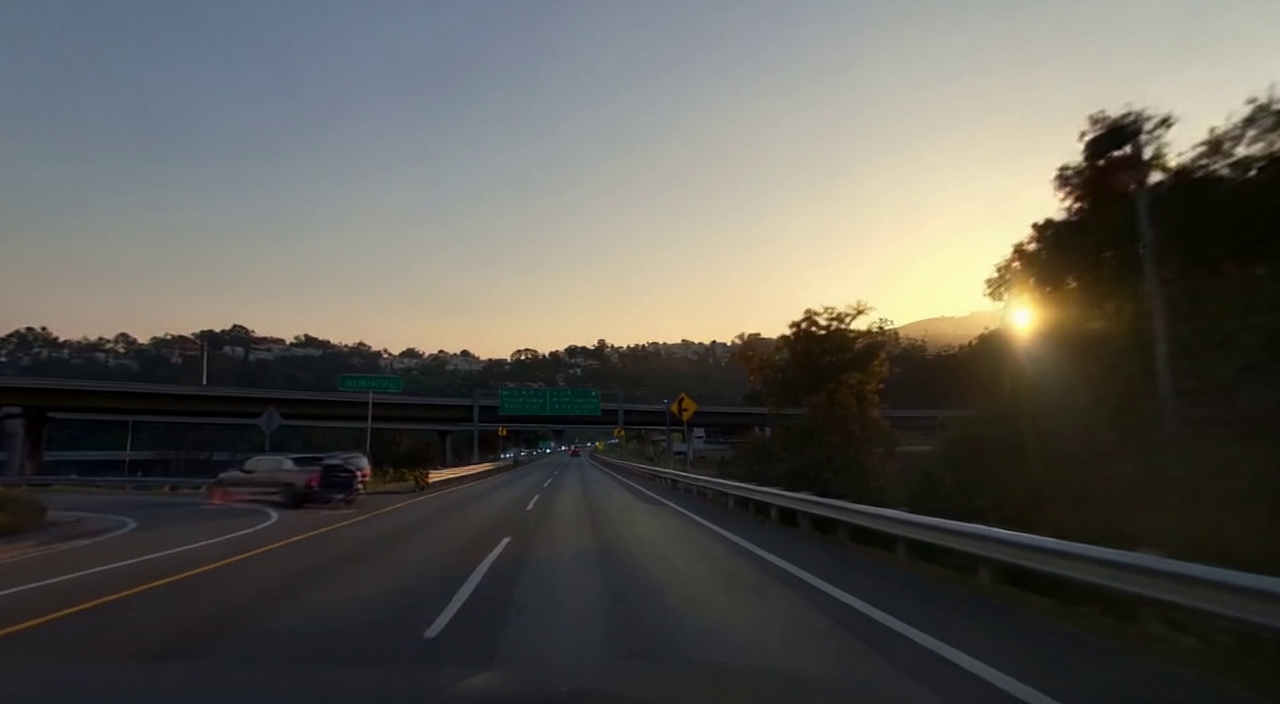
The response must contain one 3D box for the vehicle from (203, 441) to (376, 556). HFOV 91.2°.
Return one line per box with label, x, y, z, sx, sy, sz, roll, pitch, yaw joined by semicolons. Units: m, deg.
vehicle;-5.721;2.260;10.440;2.006;1.486;3.950;4;-10;-28
